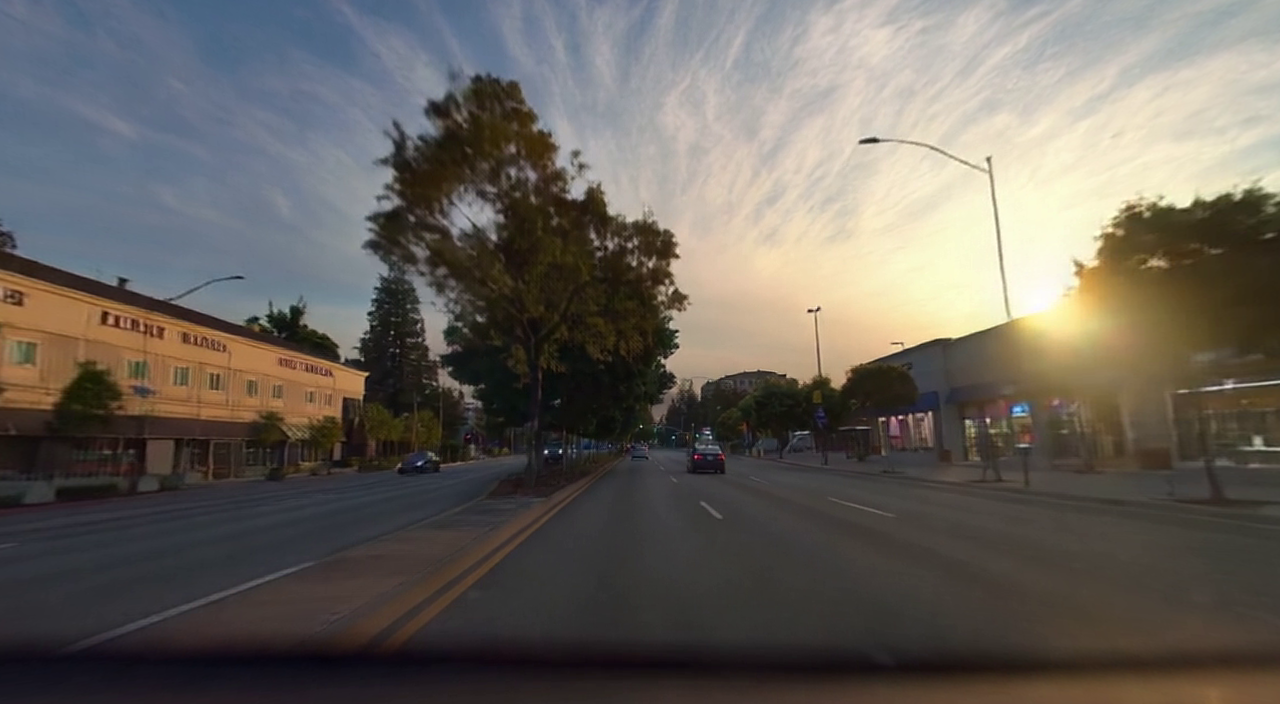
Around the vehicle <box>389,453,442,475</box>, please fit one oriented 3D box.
[{"bbox_3d":[-15.513,7.743,43.852,2.000,1.452,4.469,0,-9,1],"label":"vehicle"}]

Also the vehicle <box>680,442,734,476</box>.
[{"bbox_3d":[3.085,5.067,30.098,1.983,1.482,4.463,0,-9,-1],"label":"vehicle"}]
